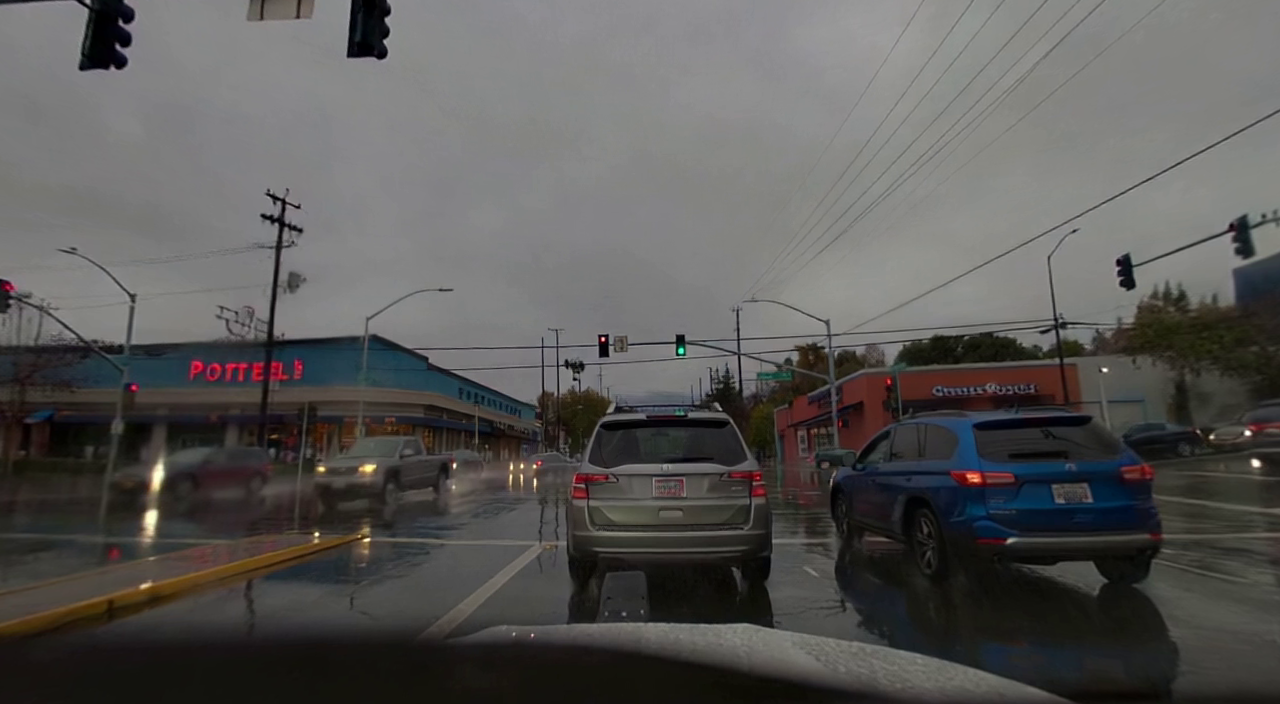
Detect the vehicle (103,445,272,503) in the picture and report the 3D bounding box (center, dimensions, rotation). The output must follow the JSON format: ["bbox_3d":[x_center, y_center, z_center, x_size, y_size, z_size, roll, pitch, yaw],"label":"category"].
[{"bbox_3d":[-14.398,3.854,20.476,1.931,1.633,4.544,-1,-8,3],"label":"vehicle"}]

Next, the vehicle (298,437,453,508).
[{"bbox_3d":[-7.502,3.451,18.631,2.176,1.766,5.042,-1,-8,3],"label":"vehicle"}]

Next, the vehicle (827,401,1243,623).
[{"bbox_3d":[3.615,1.519,6.948,1.976,1.664,4.189,-1,-8,2],"label":"vehicle"}]

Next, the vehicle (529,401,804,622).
[{"bbox_3d":[0.254,1.505,6.818,2.098,1.682,3.778,0,-8,2],"label":"vehicle"}]
